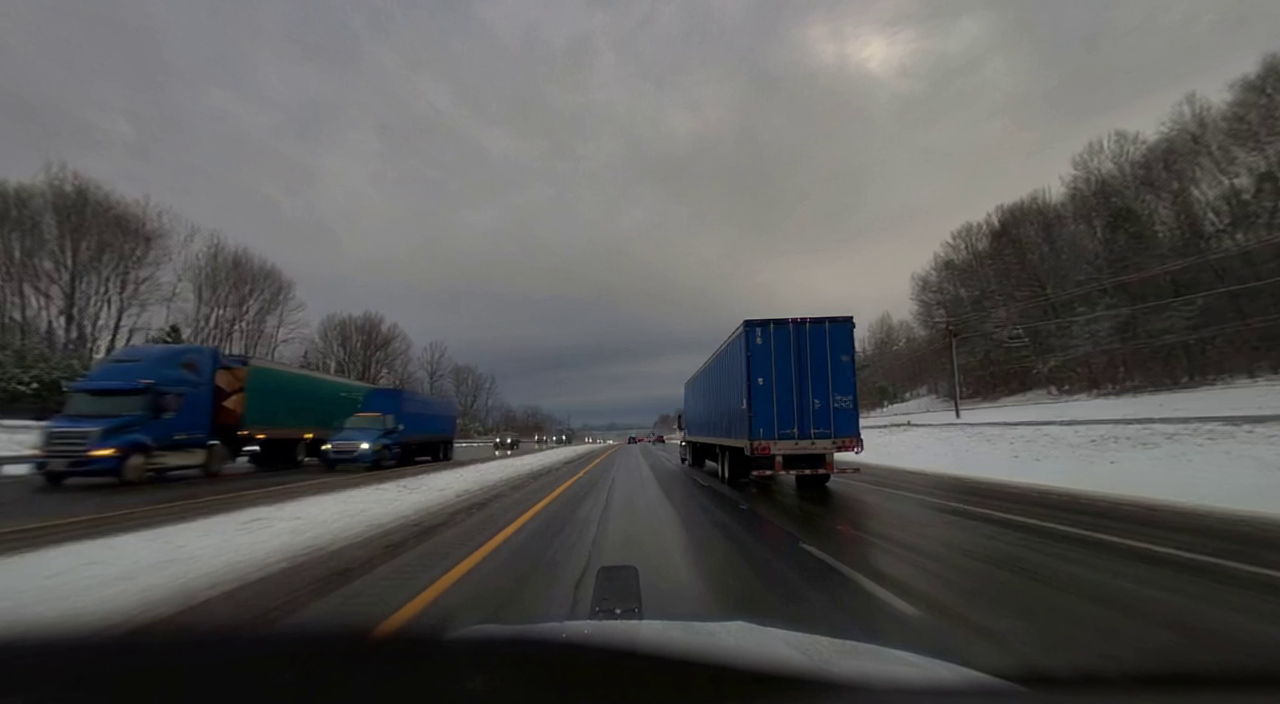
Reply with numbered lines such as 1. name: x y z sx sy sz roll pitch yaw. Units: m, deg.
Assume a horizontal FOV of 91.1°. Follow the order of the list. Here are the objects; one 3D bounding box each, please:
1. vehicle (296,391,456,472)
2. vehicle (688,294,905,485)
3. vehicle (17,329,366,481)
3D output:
1. vehicle: -8.325 2.655 20.832 2.365 2.256 6.553 0 -8 1
2. vehicle: 4.098 1.953 22.528 3.203 4.273 17.131 0 -8 -1
3. vehicle: -13.453 2.081 21.279 2.970 3.689 12.131 0 -8 -1
